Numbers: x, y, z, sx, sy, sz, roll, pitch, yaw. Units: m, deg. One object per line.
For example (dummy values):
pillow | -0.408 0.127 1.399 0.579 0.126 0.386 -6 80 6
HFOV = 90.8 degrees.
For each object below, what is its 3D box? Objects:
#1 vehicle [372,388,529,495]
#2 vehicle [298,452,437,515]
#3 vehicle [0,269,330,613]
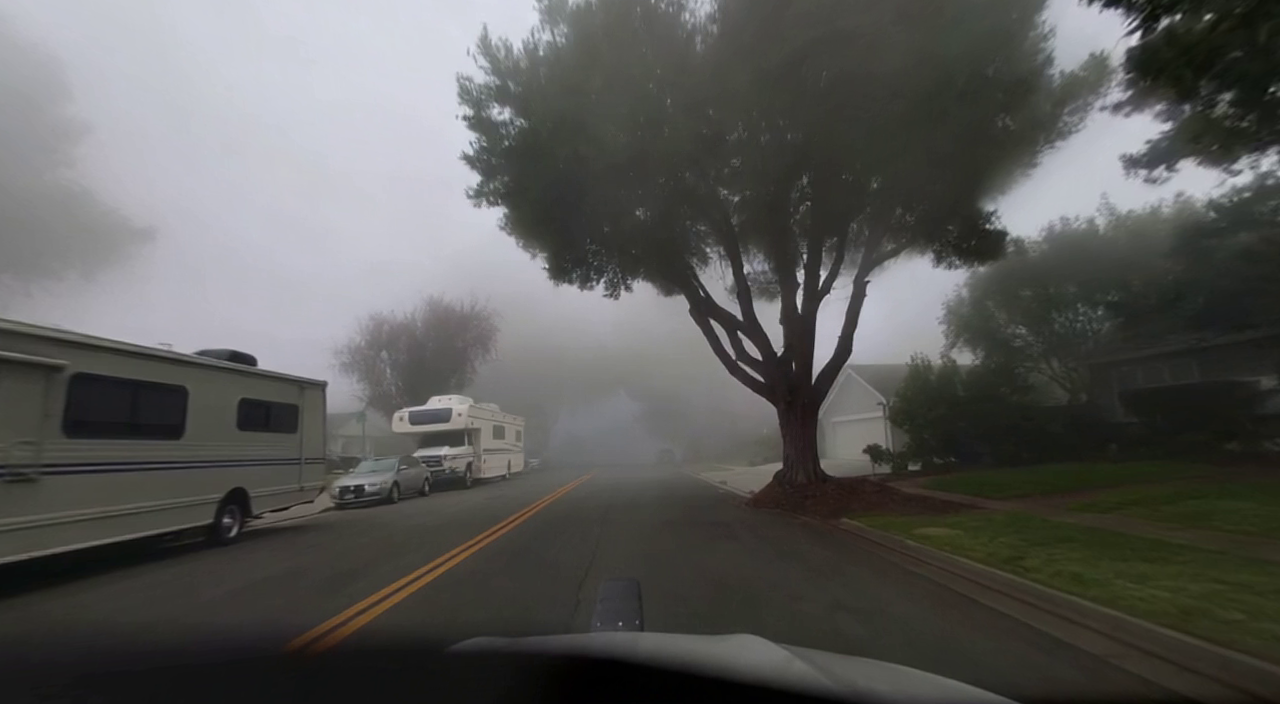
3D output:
vehicle | -7.259 3.929 26.756 3.103 3.479 11.801 -1 -10 0
vehicle | -7.374 3.567 17.677 1.932 1.438 4.552 0 -8 -1
vehicle | -7.292 1.031 7.213 2.889 3.119 8.837 0 -9 1
